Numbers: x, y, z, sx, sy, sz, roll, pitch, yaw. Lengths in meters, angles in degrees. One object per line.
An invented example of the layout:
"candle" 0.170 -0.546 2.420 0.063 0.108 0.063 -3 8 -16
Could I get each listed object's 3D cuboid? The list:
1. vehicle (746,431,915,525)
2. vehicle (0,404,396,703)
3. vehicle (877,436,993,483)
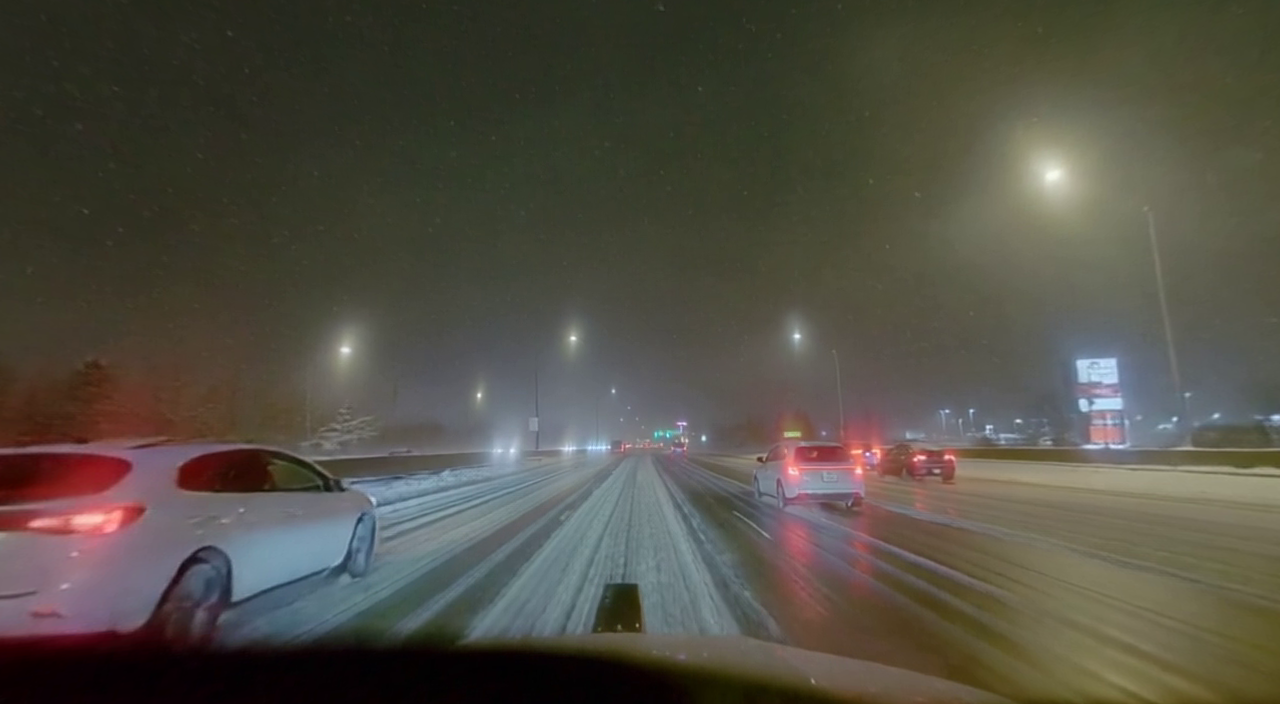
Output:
"vehicle" 3.463 2.365 12.409 1.961 1.504 4.094 0 -8 -1
"vehicle" -3.506 1.239 4.220 1.975 1.536 4.295 0 -8 1
"vehicle" 10.401 3.816 22.681 2.019 1.529 4.385 0 -8 -1
